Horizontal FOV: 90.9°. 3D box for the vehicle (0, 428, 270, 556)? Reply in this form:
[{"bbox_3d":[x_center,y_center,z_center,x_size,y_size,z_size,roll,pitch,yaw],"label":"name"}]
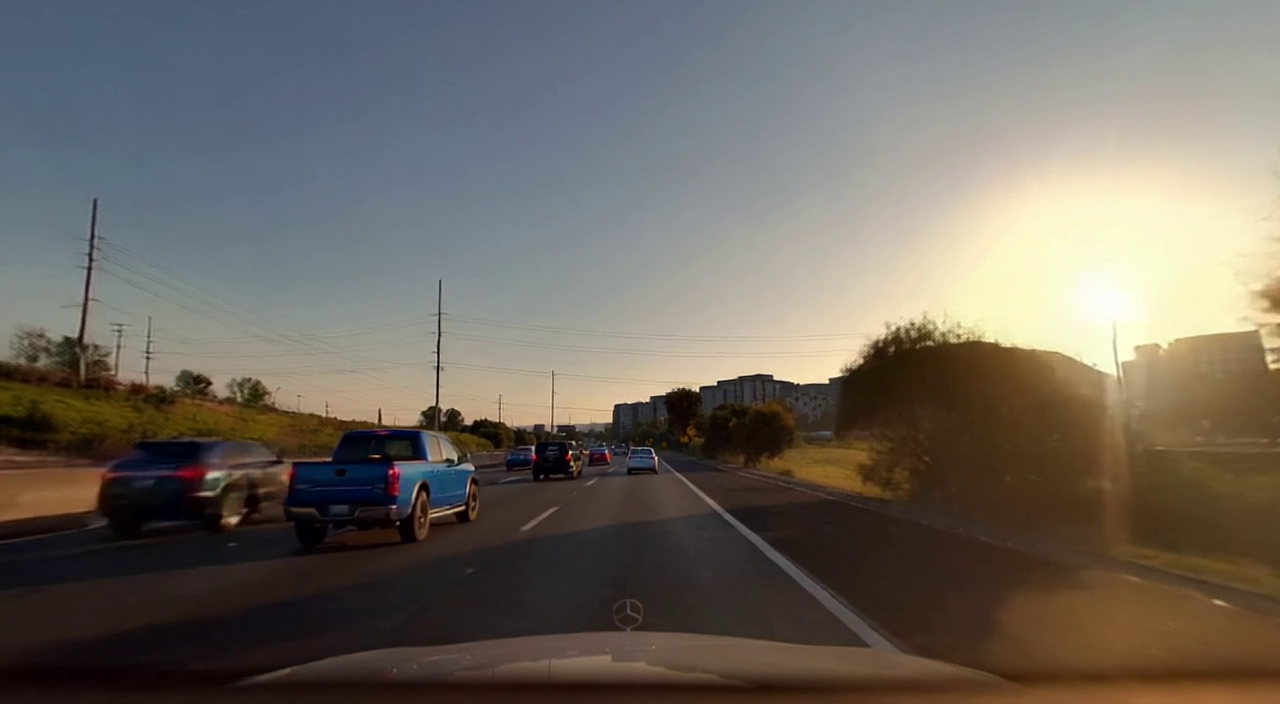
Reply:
[{"bbox_3d":[-8.391,2.148,10.408,1.897,1.636,4.295,0,-8,1],"label":"vehicle"}]

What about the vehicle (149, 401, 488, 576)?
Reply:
[{"bbox_3d":[-4.074,1.848,9.457,2.198,1.848,5.346,0,-8,1],"label":"vehicle"}]

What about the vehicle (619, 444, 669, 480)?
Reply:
[{"bbox_3d":[0.142,4.785,27.754,2.047,1.473,3.978,0,-8,0],"label":"vehicle"}]

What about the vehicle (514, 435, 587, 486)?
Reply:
[{"bbox_3d":[-3.407,4.254,24.993,2.133,1.789,4.518,-1,-8,1],"label":"vehicle"}]
